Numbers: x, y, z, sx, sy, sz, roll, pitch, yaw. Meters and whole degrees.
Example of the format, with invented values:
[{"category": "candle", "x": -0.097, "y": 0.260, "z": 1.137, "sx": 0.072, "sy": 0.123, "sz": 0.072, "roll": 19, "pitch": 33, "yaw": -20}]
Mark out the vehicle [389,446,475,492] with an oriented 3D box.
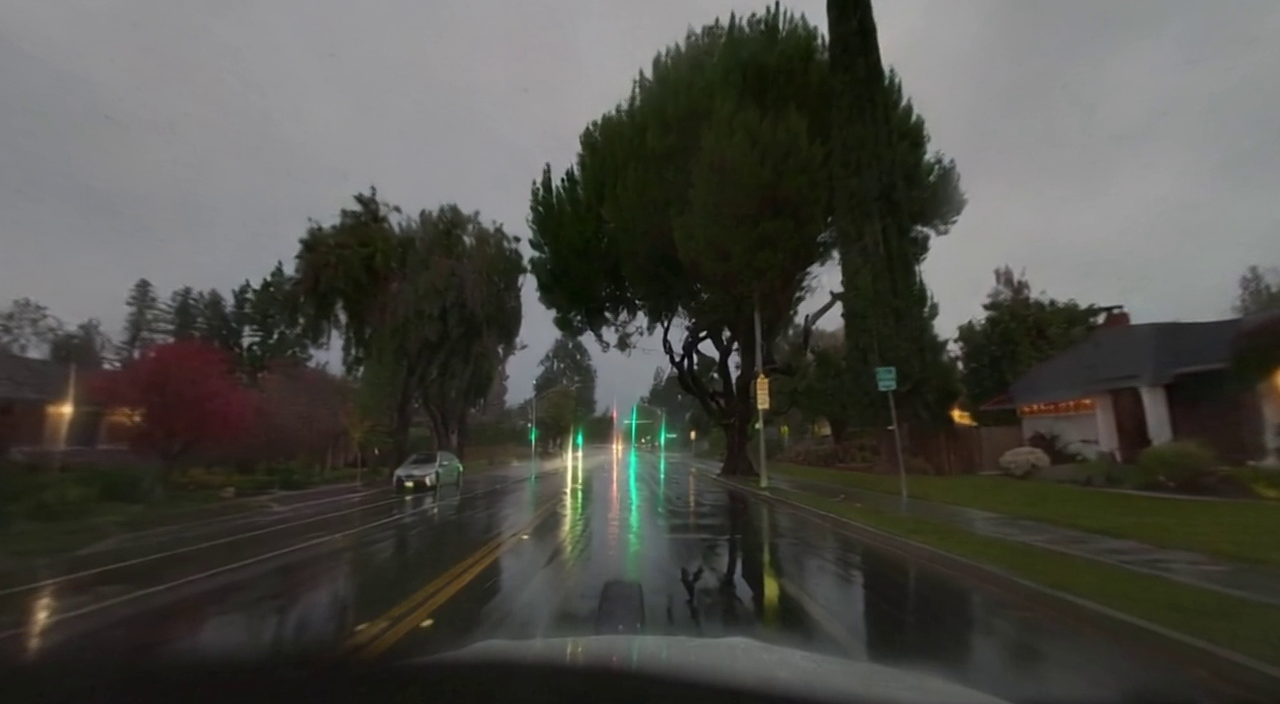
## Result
[{"category": "vehicle", "x": -7.911, "y": 4.470, "z": 24.447, "sx": 1.880, "sy": 1.469, "sz": 4.221, "roll": -4, "pitch": -9, "yaw": 0}]
